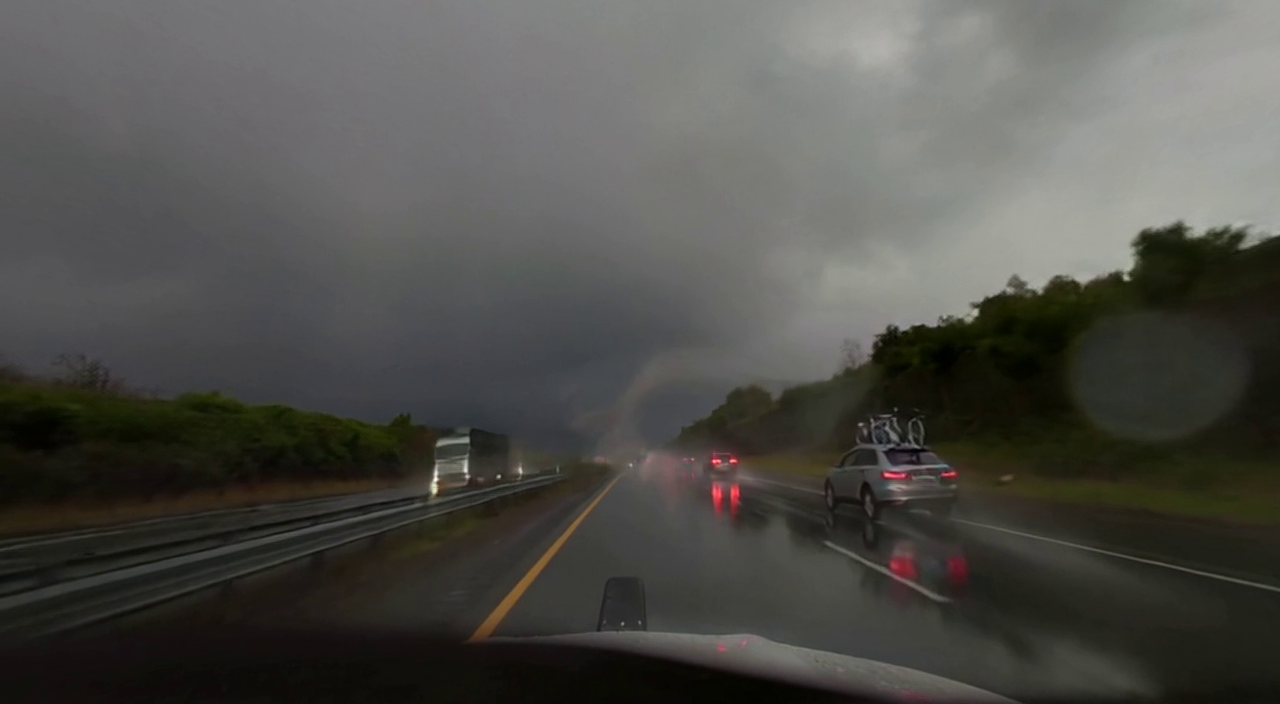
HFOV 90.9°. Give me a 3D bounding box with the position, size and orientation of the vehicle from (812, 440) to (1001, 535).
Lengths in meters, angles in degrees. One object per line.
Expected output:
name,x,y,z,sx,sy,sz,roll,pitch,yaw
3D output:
vehicle,4.883,2.513,12.205,1.964,1.513,3.707,0,-9,-1

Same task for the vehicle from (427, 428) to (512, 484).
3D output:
vehicle,-12.579,7.871,47.990,3.046,3.630,12.421,0,-9,0

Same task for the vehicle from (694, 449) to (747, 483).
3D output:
vehicle,4.116,5.916,33.012,2.122,1.662,4.392,0,-9,-1
